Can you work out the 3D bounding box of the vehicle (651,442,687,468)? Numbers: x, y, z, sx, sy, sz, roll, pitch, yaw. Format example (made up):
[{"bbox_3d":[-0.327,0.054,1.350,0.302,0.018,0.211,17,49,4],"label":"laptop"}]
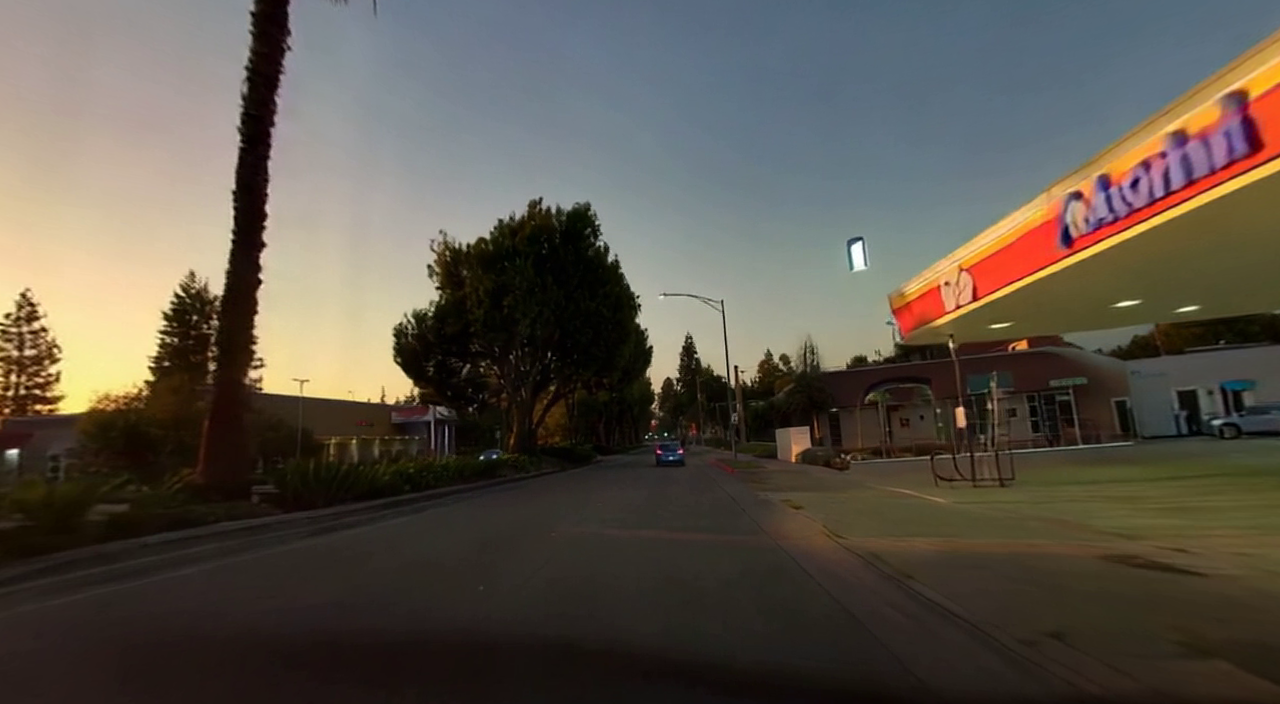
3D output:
[{"bbox_3d":[1.784,6.281,38.590,2.050,1.509,4.148,0,-8,3],"label":"vehicle"}]
